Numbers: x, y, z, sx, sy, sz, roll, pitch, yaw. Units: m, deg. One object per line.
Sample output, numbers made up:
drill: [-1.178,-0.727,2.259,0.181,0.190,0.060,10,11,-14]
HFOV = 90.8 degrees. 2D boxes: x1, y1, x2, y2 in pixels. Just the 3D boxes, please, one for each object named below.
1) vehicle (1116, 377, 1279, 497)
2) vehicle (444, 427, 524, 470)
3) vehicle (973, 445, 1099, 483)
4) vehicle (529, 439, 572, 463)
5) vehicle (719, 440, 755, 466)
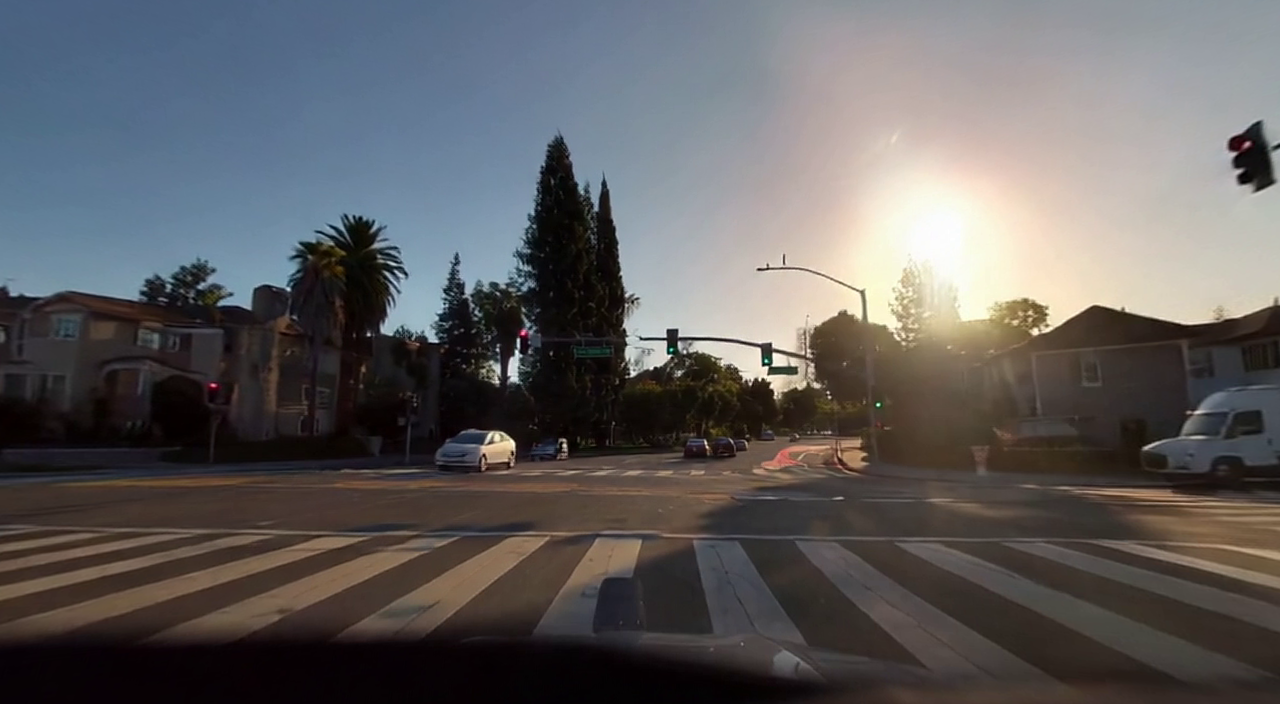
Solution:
vehicle: [22.613,2.626,19.587,12.701,3.428,3.061,-1,-9,3]
vehicle: [-7.560,4.811,31.277,2.296,1.798,5.303,-4,-10,4]
vehicle: [18.025,5.054,28.830,4.580,1.557,2.023,-7,-11,37]
vehicle: [-6.351,7.035,45.135,1.907,1.488,4.326,-4,-8,7]
vehicle: [6.705,6.957,43.775,2.255,1.708,4.328,-1,-9,8]
